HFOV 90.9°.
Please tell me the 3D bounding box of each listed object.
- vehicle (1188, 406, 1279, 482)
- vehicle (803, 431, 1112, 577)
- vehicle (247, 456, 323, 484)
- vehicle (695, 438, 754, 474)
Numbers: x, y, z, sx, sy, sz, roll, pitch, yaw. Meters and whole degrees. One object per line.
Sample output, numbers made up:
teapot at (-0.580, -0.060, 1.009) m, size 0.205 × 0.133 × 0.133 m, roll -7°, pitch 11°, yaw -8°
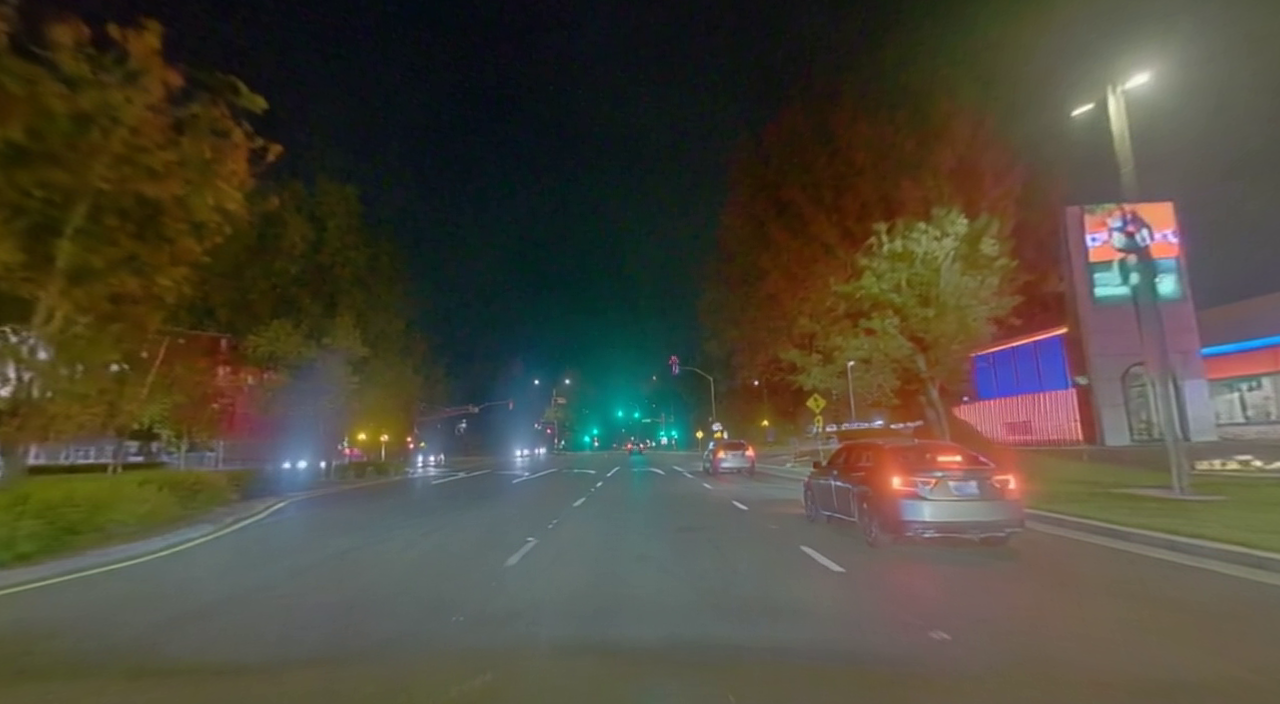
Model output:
vehicle at (14.891, 2.215, 15.185) m, size 2.165 × 1.591 × 4.471 m, roll -8°, pitch -12°, yaw 43°
vehicle at (3.743, 1.836, 8.488) m, size 1.872 × 1.431 × 4.270 m, roll 0°, pitch -8°, yaw -1°
vehicle at (-22.024, 7.313, 39.346) m, size 1.906 × 1.547 × 4.956 m, roll 0°, pitch -8°, yaw -1°
vehicle at (3.769, 4.724, 28.952) m, size 1.939 × 1.474 × 4.716 m, roll 0°, pitch -8°, yaw -1°
